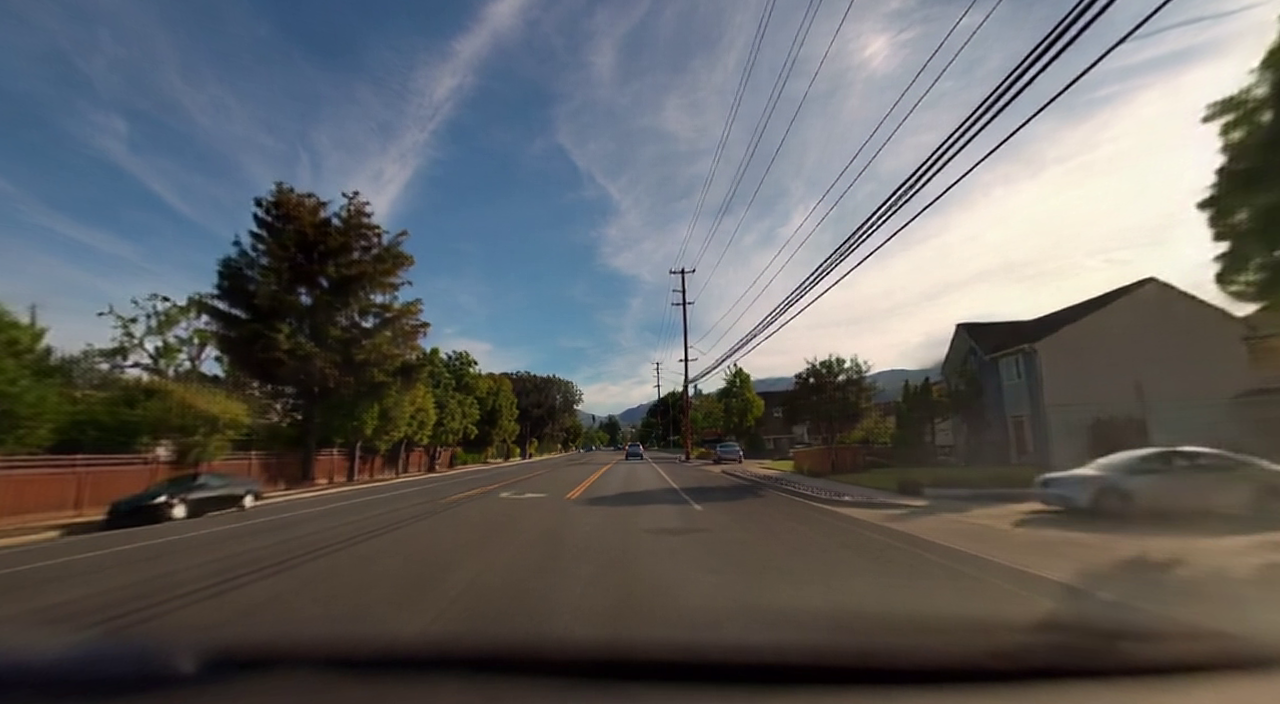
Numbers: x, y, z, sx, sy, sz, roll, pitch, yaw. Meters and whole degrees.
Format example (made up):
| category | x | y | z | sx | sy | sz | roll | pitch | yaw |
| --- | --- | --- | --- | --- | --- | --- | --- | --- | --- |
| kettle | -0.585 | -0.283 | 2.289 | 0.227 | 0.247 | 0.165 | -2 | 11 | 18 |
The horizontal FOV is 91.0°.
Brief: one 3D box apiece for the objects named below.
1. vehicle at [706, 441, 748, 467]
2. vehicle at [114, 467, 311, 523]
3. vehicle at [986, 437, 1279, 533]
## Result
| category | x | y | z | sx | sy | sz | roll | pitch | yaw |
| --- | --- | --- | --- | --- | --- | --- | --- | --- | --- |
| vehicle | 5.841 | 6.943 | 42.831 | 2.039 | 1.637 | 4.782 | 0 | -9 | -1 |
| vehicle | -12.193 | 4.085 | 18.449 | 2.530 | 1.265 | 4.495 | -1 | -8 | 2 |
| vehicle | 8.761 | 2.211 | 10.800 | 4.487 | 1.461 | 1.874 | -1 | -9 | 8 |
